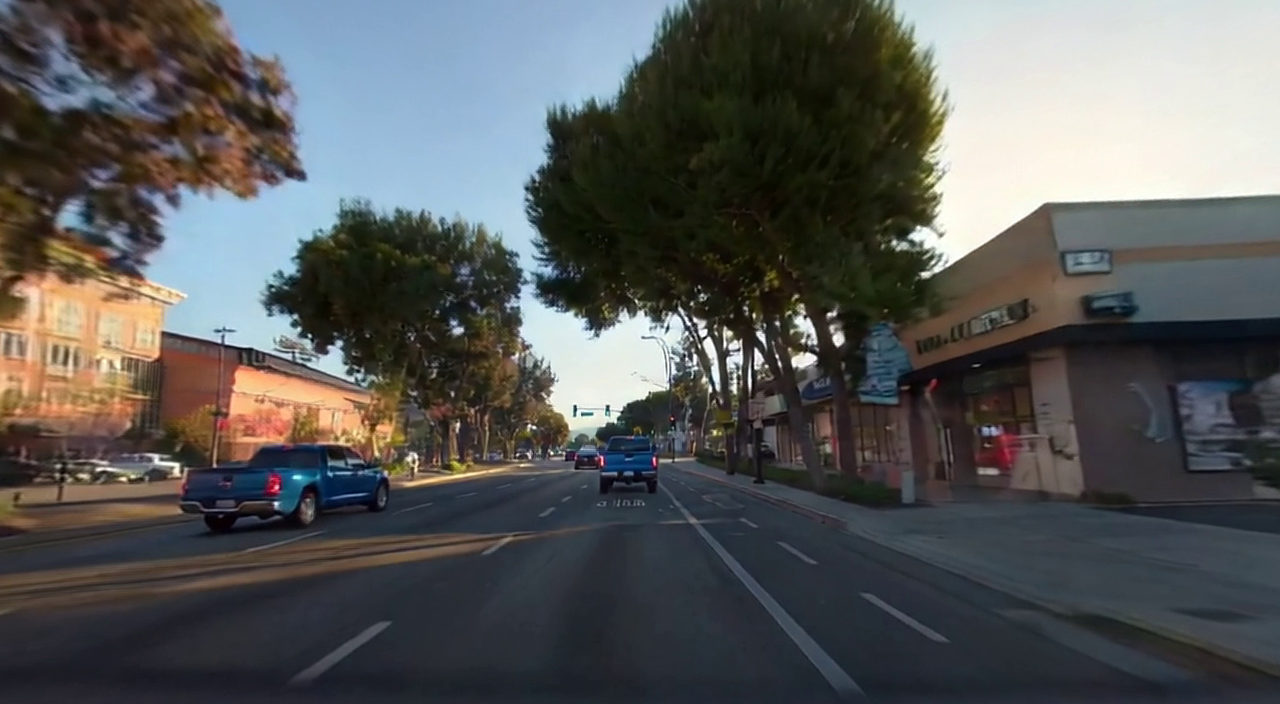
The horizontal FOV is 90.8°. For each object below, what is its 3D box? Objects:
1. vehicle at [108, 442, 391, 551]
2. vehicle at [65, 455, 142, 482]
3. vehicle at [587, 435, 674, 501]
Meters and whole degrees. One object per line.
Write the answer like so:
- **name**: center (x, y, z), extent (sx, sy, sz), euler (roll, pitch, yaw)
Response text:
- **vehicle**: center (-6.147, 2.283, 10.789), extent (1.888, 1.424, 4.553), euler (0, -9, 1)
- **vehicle**: center (-34.300, 7.448, 40.354), extent (4.460, 1.443, 1.918), euler (-7, -9, 24)
- **vehicle**: center (-0.324, 3.933, 21.916), extent (2.590, 1.932, 5.776), euler (0, -9, -1)
